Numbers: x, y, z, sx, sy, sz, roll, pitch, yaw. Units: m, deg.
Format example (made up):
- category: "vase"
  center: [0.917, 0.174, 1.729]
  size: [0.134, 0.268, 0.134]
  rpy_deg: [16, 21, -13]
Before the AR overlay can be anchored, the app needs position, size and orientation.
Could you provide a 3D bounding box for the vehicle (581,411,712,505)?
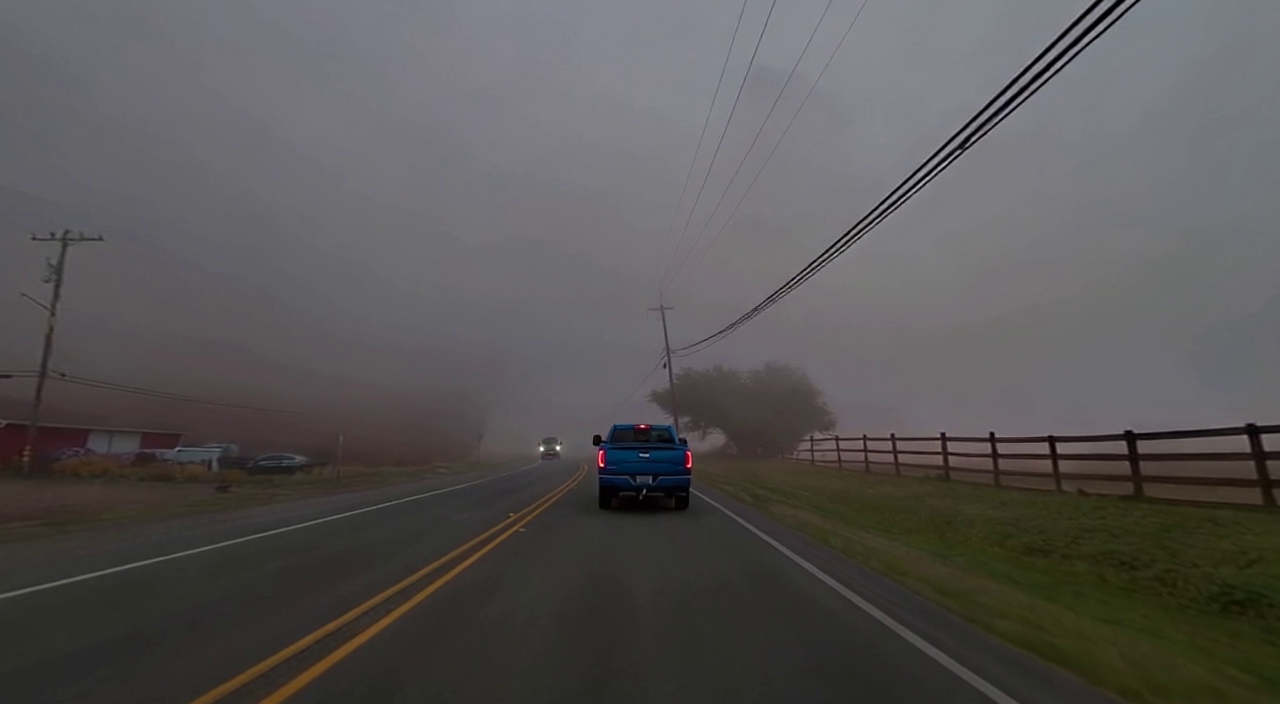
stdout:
- category: "vehicle"
  center: [0.007, 2.662, 16.288]
  size: [2.693, 1.941, 6.356]
  rpy_deg: [0, -9, -2]
